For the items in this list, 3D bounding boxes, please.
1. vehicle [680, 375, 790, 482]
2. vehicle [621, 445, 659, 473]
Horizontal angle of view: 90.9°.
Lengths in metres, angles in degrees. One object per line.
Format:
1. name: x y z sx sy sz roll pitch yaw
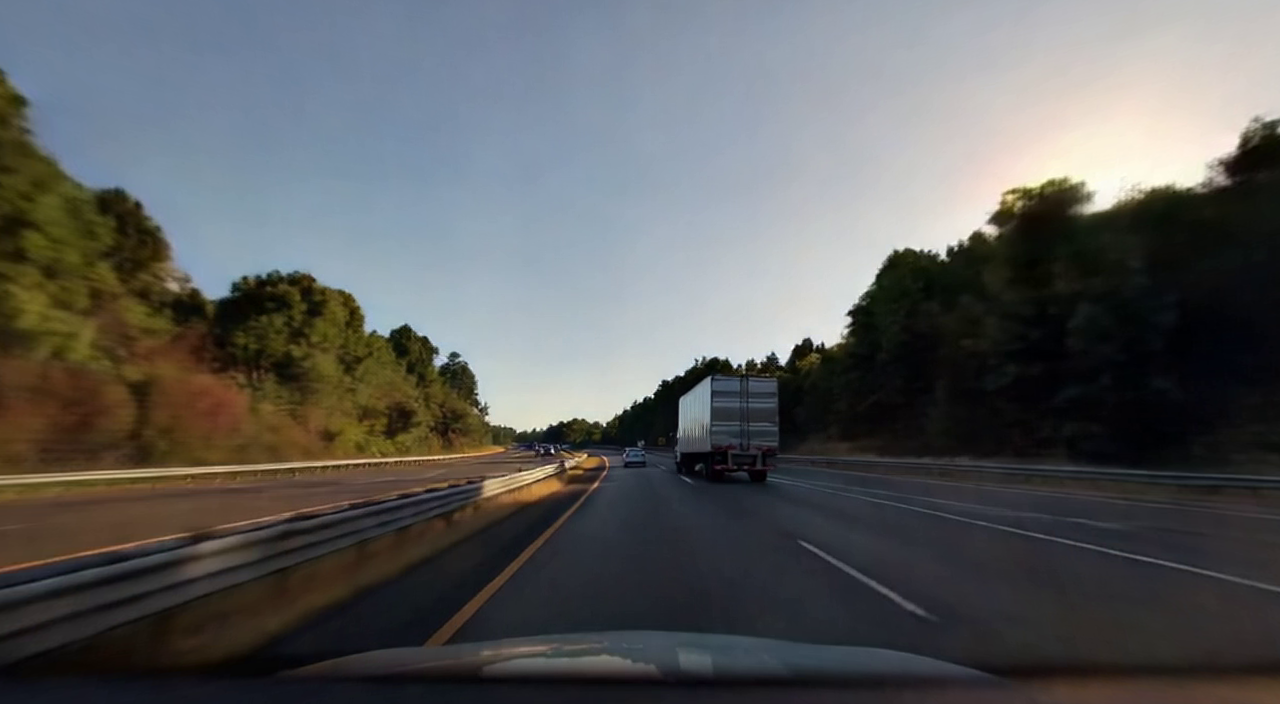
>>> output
1. vehicle: 4.065 4.038 31.350 2.883 4.057 14.579 0 -9 -1
2. vehicle: -0.072 6.147 36.364 2.051 1.513 4.511 0 -9 -2
